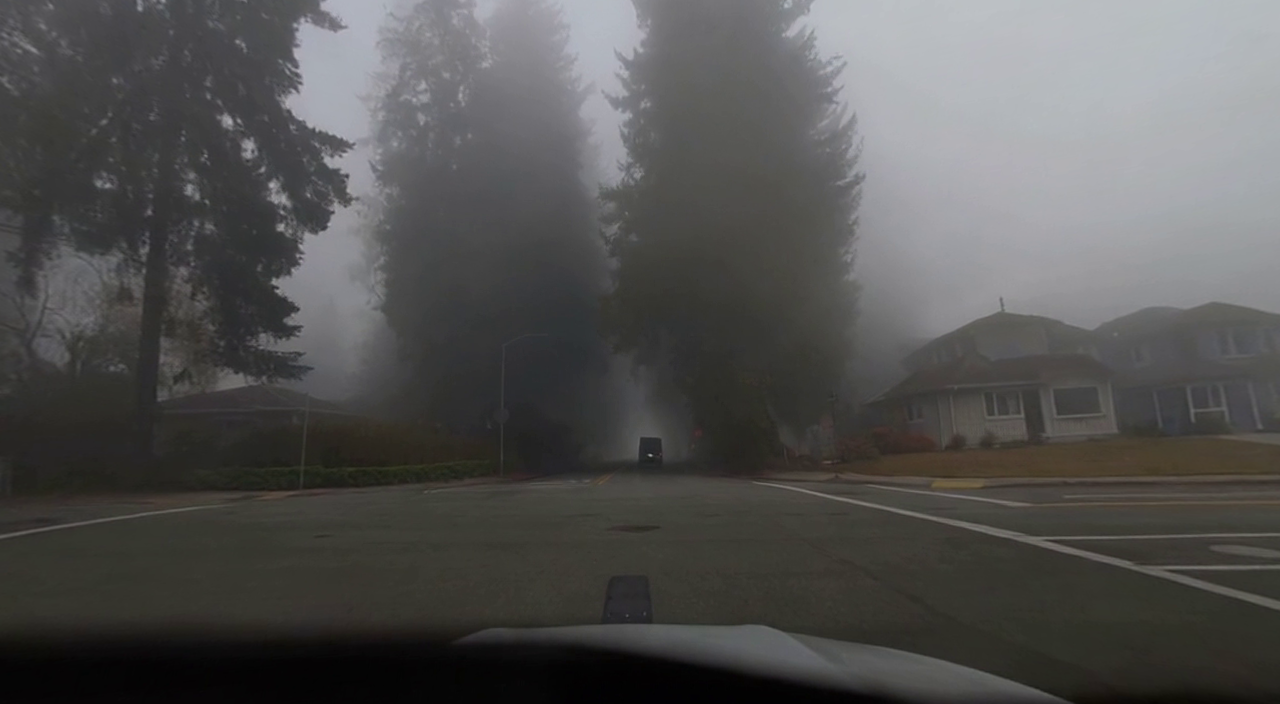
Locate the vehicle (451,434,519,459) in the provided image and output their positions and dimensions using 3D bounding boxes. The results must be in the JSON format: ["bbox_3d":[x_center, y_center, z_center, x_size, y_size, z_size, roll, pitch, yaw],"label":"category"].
[{"bbox_3d":[-11.672,7.123,47.544,4.622,1.782,1.836,0,-8,1],"label":"vehicle"}]
